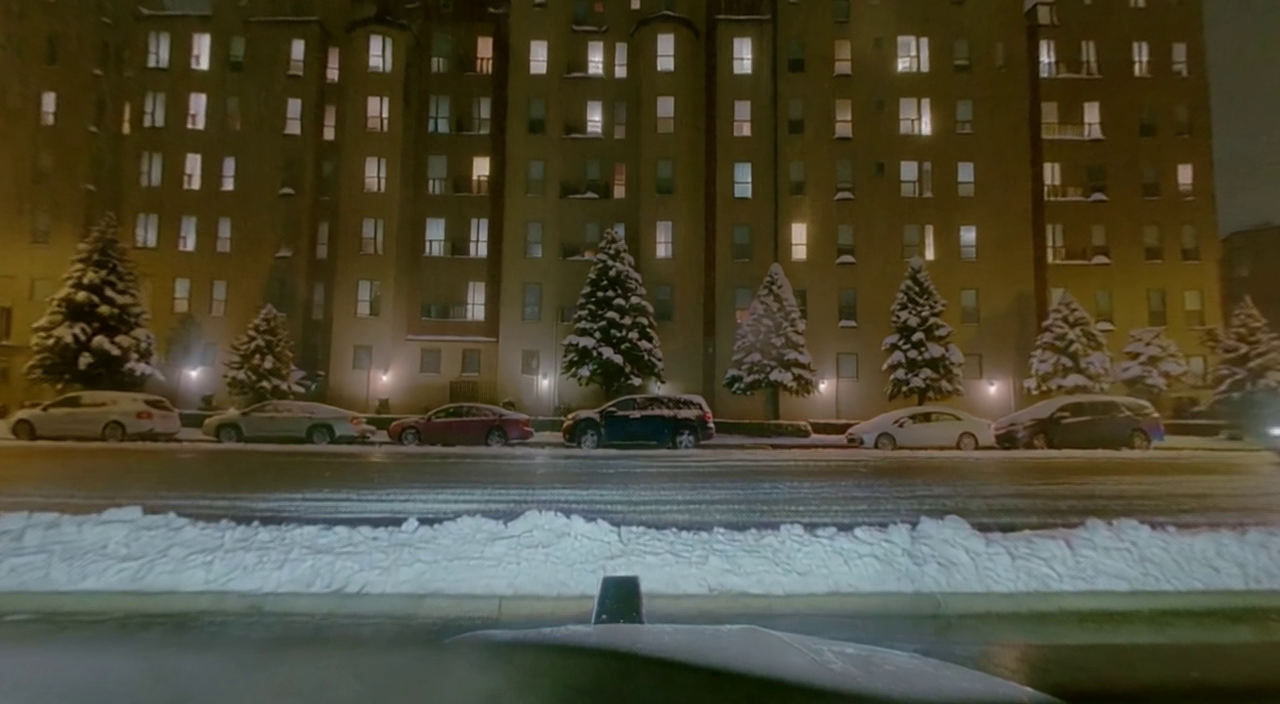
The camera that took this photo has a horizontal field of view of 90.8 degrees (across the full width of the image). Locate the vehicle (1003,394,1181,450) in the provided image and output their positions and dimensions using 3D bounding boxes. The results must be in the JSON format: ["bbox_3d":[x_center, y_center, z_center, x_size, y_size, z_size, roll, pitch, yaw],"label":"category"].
[{"bbox_3d":[15.057,2.317,21.244,4.544,1.780,1.966,0,-3,-1],"label":"vehicle"}]

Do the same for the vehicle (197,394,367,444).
[{"bbox_3d":[-11.390,2.176,20.335,4.336,1.438,1.776,2,-7,-3],"label":"vehicle"}]

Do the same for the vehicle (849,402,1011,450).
[{"bbox_3d":[9.457,2.437,20.808,4.521,1.411,1.726,2,-6,-3],"label":"vehicle"}]

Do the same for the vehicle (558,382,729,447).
[{"bbox_3d":[0.066,2.095,20.636,5.299,1.860,2.098,2,-9,-5],"label":"vehicle"}]

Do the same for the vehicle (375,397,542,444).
[{"bbox_3d":[-5.748,2.253,20.477,4.851,1.339,1.785,1,-9,-2],"label":"vehicle"}]

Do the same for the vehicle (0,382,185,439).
[{"bbox_3d":[-17.475,1.894,20.063,4.426,1.641,1.889,1,-8,-5],"label":"vehicle"}]
